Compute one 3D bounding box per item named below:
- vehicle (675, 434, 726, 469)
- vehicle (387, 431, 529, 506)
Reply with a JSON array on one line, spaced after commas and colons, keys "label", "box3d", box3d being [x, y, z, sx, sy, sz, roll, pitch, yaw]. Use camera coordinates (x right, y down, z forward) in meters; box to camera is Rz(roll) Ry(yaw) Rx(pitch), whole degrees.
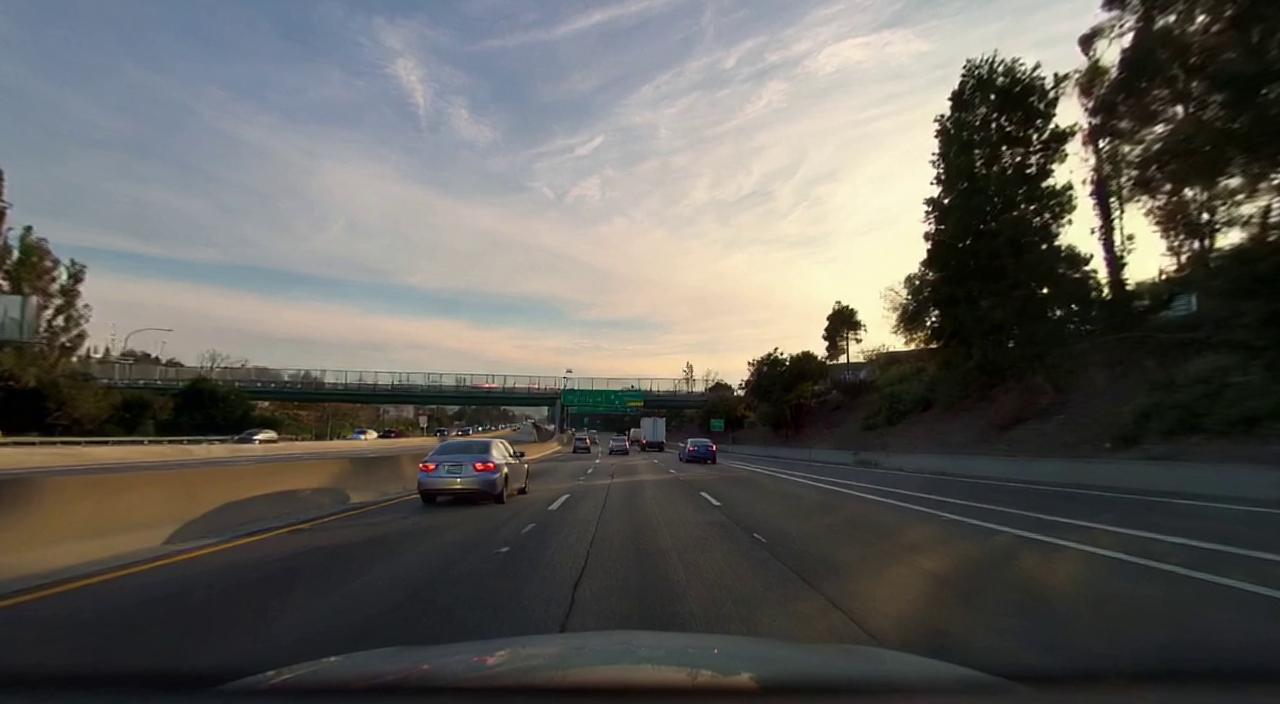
[{"label": "vehicle", "box3d": [2.993, 5.014, 31.956, 2.001, 1.625, 4.088, 0, -8, -2]}, {"label": "vehicle", "box3d": [-4.027, 2.645, 14.805, 2.064, 1.479, 4.370, 0, -8, 0]}]
